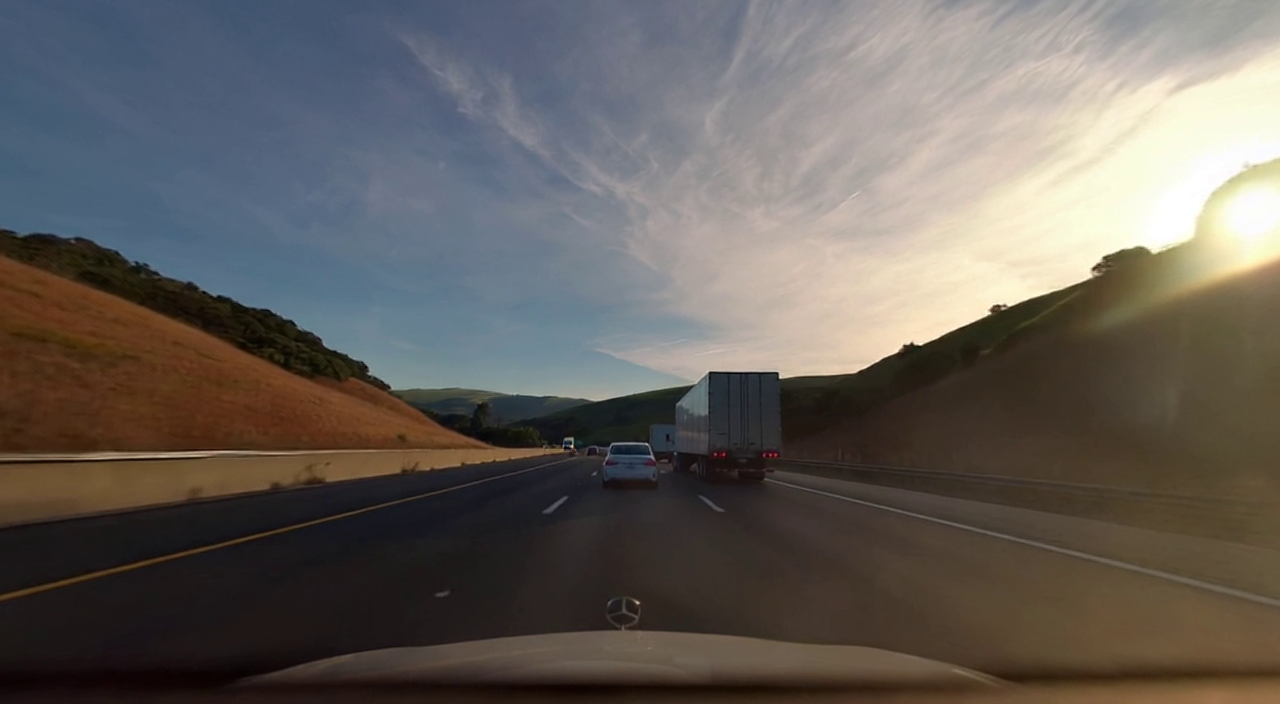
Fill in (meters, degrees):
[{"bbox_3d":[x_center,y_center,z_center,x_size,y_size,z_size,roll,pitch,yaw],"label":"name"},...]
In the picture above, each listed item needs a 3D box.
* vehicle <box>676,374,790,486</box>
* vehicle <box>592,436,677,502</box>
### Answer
[{"bbox_3d":[3.761,3.865,29.884,2.812,4.024,14.098,0,-9,-2],"label":"vehicle"},{"bbox_3d":[-0.165,3.214,17.702,2.109,1.639,3.768,0,-9,-1],"label":"vehicle"}]
